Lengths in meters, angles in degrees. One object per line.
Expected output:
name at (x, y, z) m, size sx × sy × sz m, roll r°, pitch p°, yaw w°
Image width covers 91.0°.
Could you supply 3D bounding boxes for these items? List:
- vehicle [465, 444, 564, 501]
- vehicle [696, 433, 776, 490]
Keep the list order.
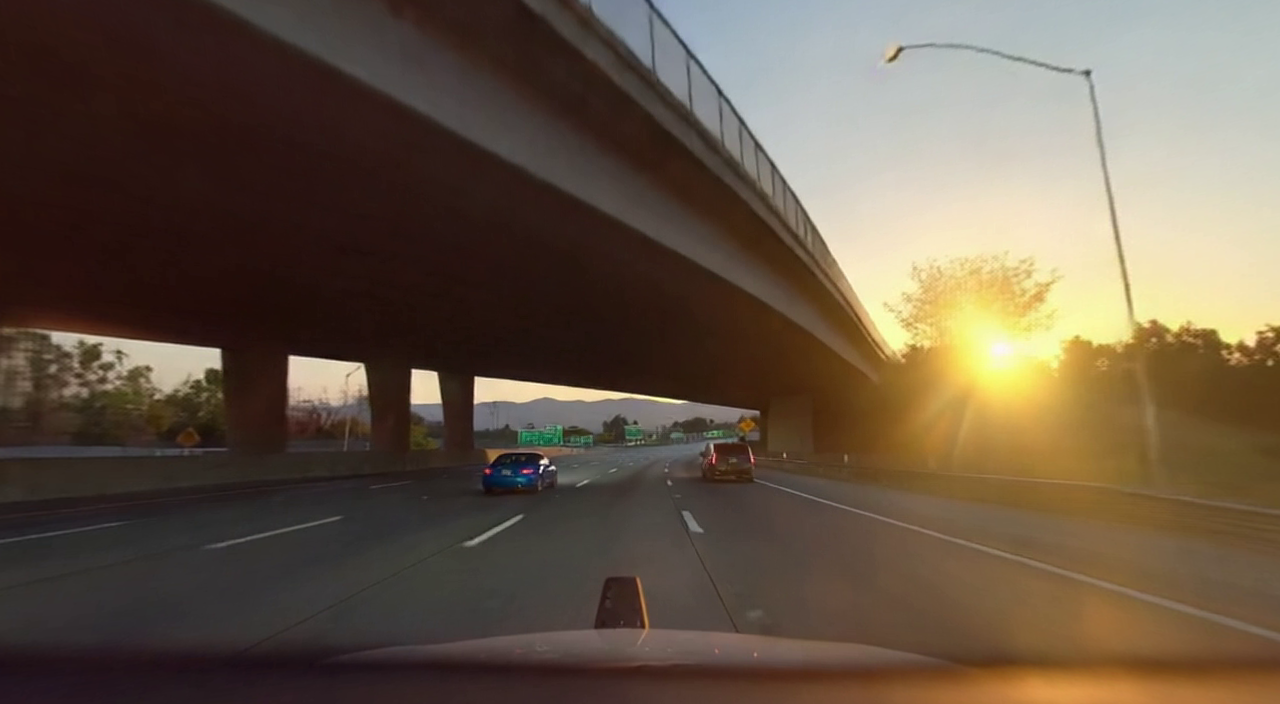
vehicle at (-3.579, 3.508, 18.787) m, size 1.937 × 1.490 × 4.372 m, roll 0°, pitch -9°, yaw 1°
vehicle at (3.307, 3.873, 22.590) m, size 2.225 × 1.833 × 4.340 m, roll 0°, pitch -9°, yaw 1°
